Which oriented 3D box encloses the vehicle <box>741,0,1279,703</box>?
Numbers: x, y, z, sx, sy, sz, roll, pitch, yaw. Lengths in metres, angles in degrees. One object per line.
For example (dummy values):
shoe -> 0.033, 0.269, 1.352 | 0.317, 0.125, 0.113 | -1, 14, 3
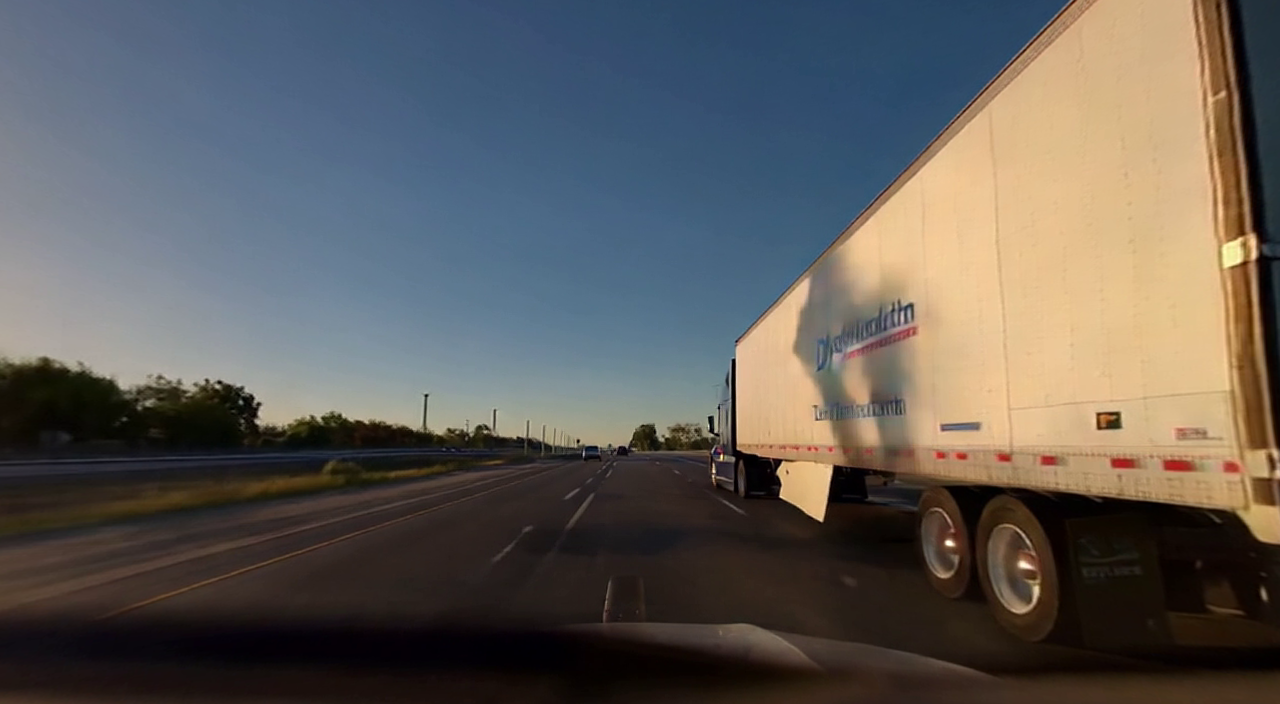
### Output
vehicle -> 3.914, 0.573, 8.867 | 2.962, 4.132, 12.720 | 0, -8, 0
